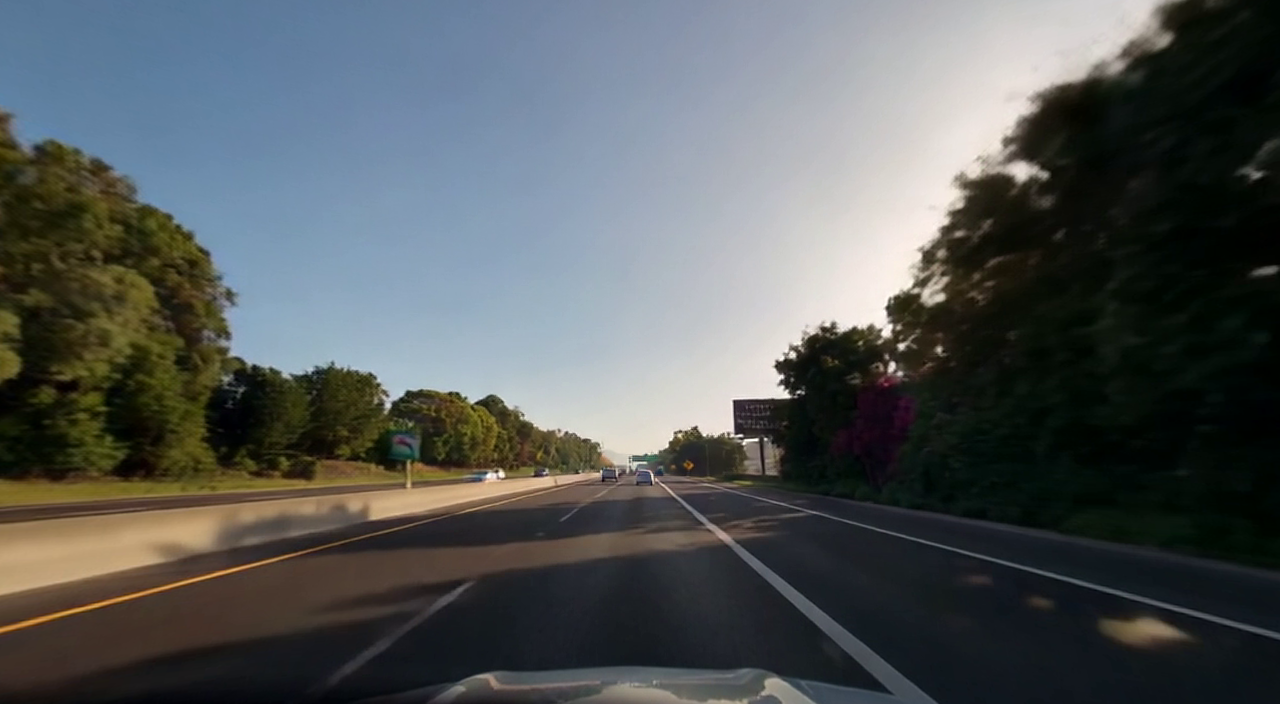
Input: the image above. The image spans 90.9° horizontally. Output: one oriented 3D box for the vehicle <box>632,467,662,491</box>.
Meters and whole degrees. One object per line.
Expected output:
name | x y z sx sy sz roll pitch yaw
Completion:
vehicle | 0.462 8.930 44.505 2.016 1.530 4.009 1 -11 0
